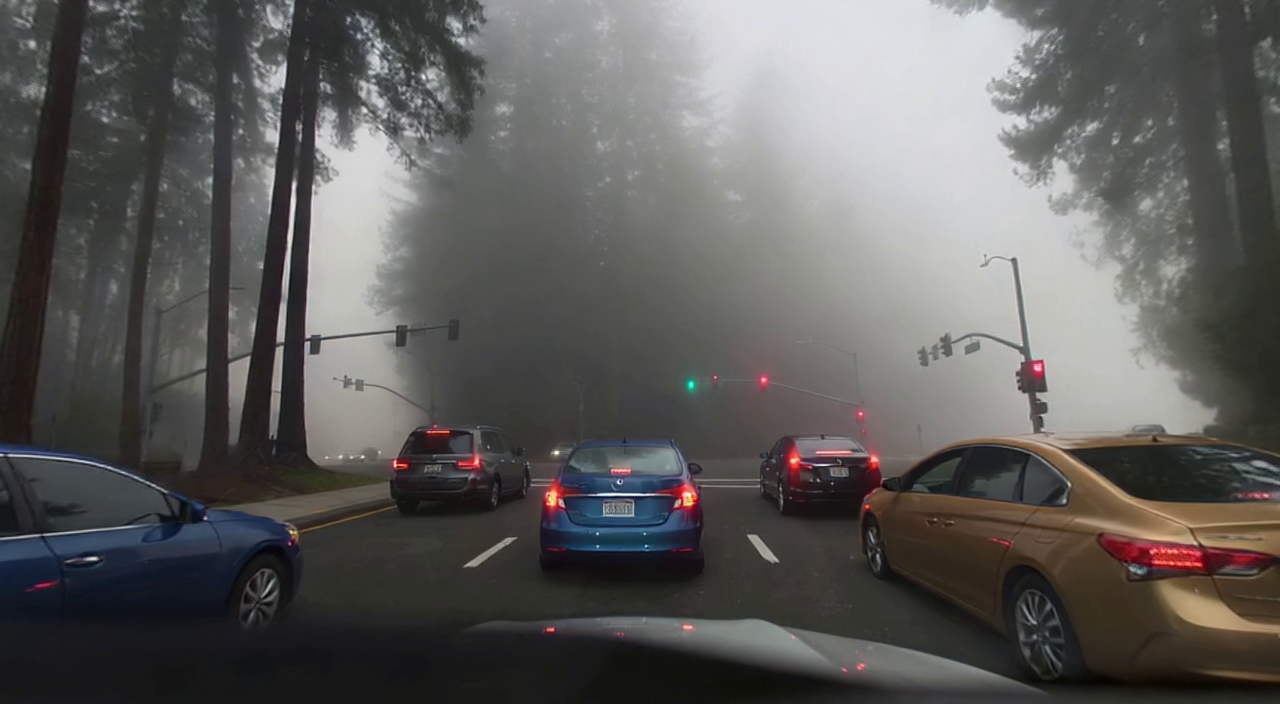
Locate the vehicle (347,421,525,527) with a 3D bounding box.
[{"bbox_3d":[-3.731,2.313,12.478,1.961,1.714,4.268,0,-8,2],"label":"vehicle"}]

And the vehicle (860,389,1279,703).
[{"bbox_3d":[3.132,1.151,4.055,1.903,1.480,4.270,0,-8,0],"label":"vehicle"}]

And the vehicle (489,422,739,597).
[{"bbox_3d":[-0.259,1.640,7.403,2.147,1.479,3.803,0,-8,-1],"label":"vehicle"}]

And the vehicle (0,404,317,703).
[{"bbox_3d":[-3.654,1.021,2.995,1.935,1.482,4.433,0,-8,-1],"label":"vehicle"}]

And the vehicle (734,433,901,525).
[{"bbox_3d":[3.174,2.336,12.327,1.975,1.460,4.357,0,-8,0],"label":"vehicle"}]
